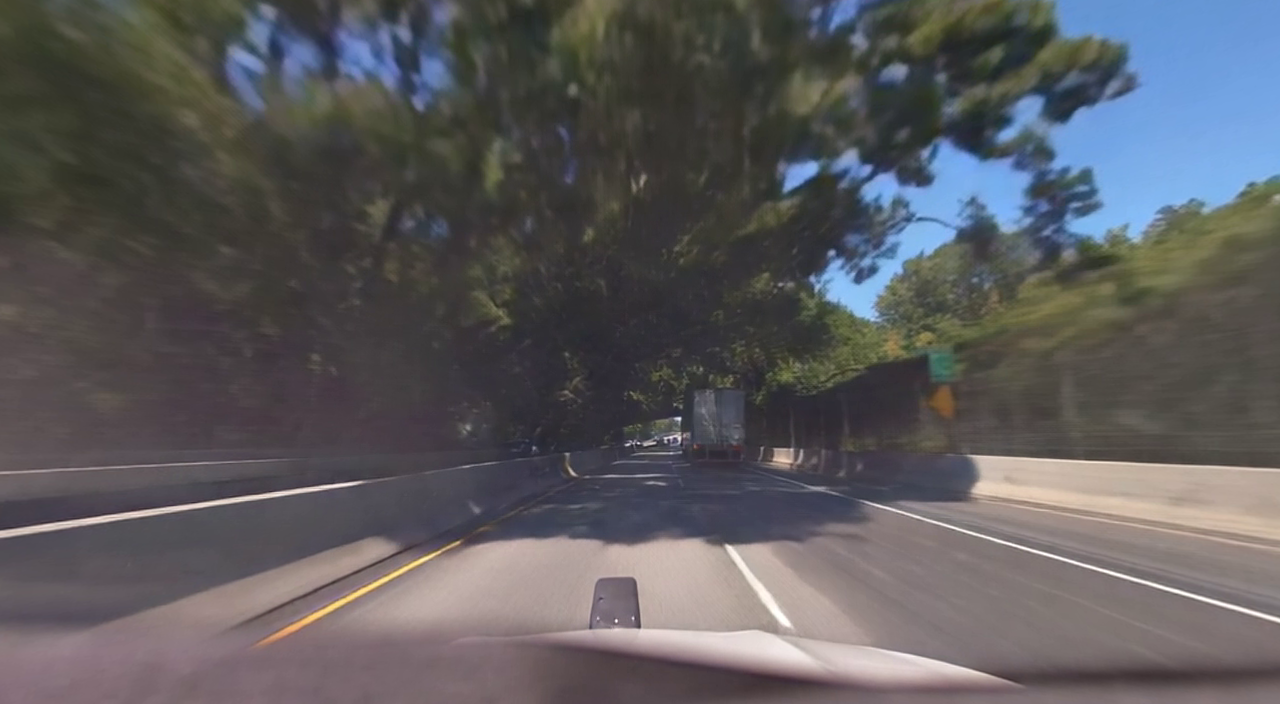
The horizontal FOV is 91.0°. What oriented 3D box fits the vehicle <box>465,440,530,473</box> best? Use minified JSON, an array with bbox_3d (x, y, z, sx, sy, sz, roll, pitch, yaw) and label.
[{"bbox_3d":[-6.956,5.143,31.199,2.111,1.487,4.433,-1,-8,1],"label":"vehicle"}]
